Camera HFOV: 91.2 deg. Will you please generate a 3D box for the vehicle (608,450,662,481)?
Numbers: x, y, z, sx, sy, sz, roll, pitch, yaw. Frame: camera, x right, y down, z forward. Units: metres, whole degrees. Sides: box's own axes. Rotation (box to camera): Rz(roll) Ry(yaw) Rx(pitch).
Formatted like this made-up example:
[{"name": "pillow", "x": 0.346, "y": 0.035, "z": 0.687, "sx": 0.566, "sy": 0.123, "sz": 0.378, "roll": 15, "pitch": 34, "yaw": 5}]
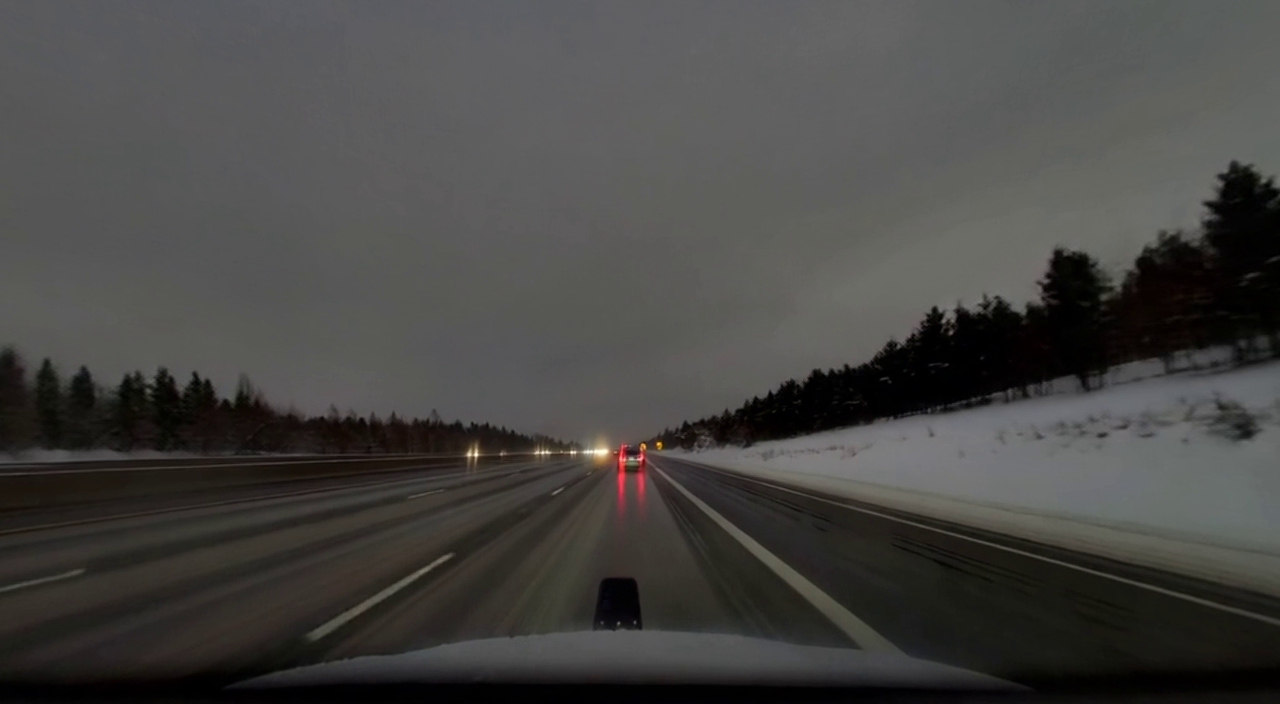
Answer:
[{"name": "vehicle", "x": -0.293, "y": 5.494, "z": 30.746, "sx": 2.398, "sy": 1.336, "sz": 5.698, "roll": 0, "pitch": -9, "yaw": -1}]
